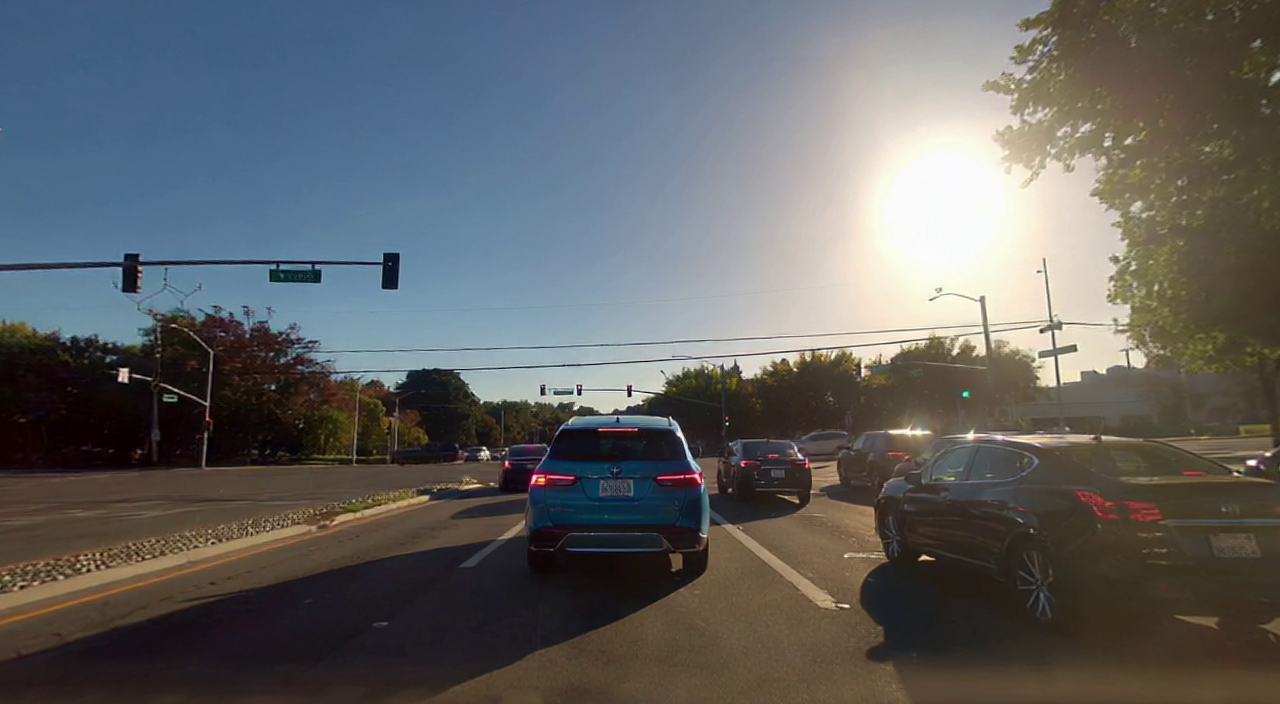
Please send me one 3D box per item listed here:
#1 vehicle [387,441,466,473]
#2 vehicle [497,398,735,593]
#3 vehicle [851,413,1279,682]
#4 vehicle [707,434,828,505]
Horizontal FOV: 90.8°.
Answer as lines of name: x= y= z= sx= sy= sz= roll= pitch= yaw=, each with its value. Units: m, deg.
vehicle: x=-13.000 y=6.337 z=38.364 sx=4.972 sy=1.794 sz=2.186 roll=-7 pitch=-11 yaw=39
vehicle: x=-0.268 y=1.560 z=7.629 sx=2.101 sy=1.707 sz=3.904 roll=0 pitch=-8 yaw=-2
vehicle: x=3.617 y=1.397 z=5.696 sx=1.861 sy=1.478 sz=4.185 roll=0 pitch=-8 yaw=-2
vehicle: x=2.976 y=2.852 z=15.771 sx=1.950 sy=1.506 sz=4.086 roll=0 pitch=-8 yaw=-3
